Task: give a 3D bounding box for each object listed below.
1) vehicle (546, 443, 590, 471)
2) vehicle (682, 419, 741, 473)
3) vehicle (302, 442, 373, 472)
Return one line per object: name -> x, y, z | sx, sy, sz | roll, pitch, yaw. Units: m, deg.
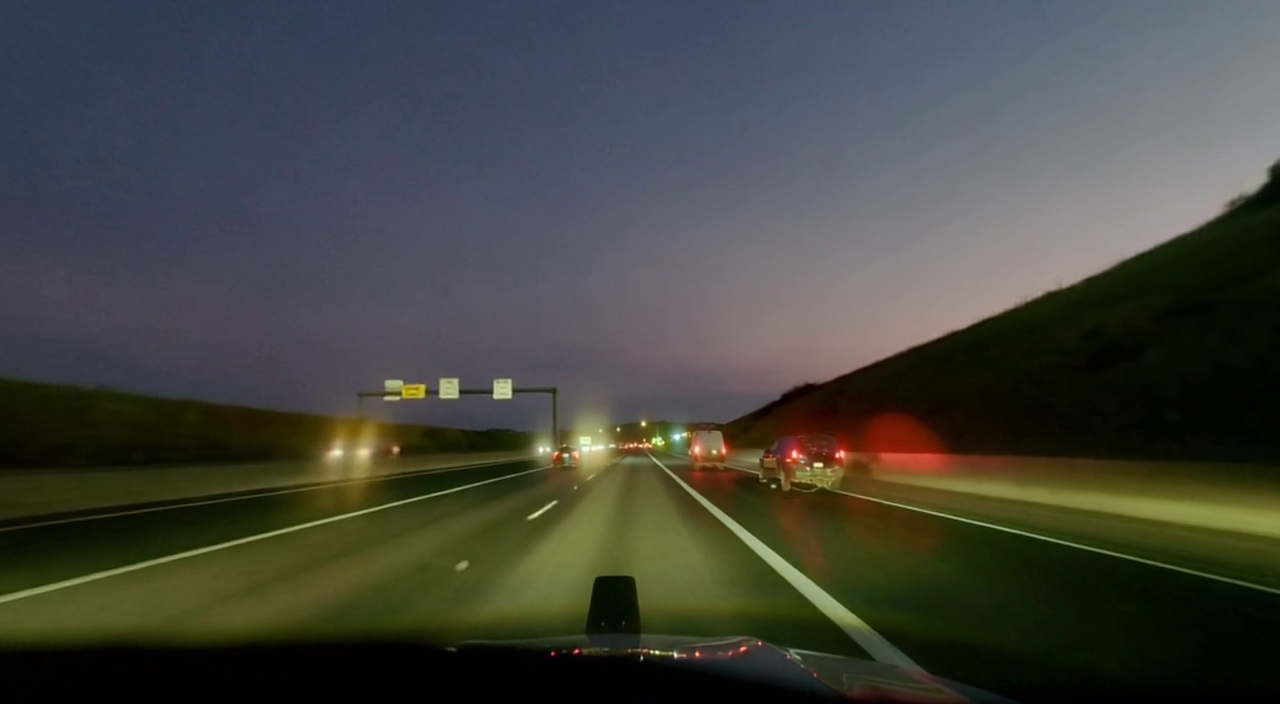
vehicle -> -4.155, 6.167, 37.242 | 2.054, 1.529, 4.368 | 0, -9, 1
vehicle -> 3.735, 5.085, 33.996 | 2.361, 2.636, 5.684 | 0, -9, -1
vehicle -> -15.876, 5.521, 33.300 | 1.833, 1.441, 3.972 | 0, -9, -1
